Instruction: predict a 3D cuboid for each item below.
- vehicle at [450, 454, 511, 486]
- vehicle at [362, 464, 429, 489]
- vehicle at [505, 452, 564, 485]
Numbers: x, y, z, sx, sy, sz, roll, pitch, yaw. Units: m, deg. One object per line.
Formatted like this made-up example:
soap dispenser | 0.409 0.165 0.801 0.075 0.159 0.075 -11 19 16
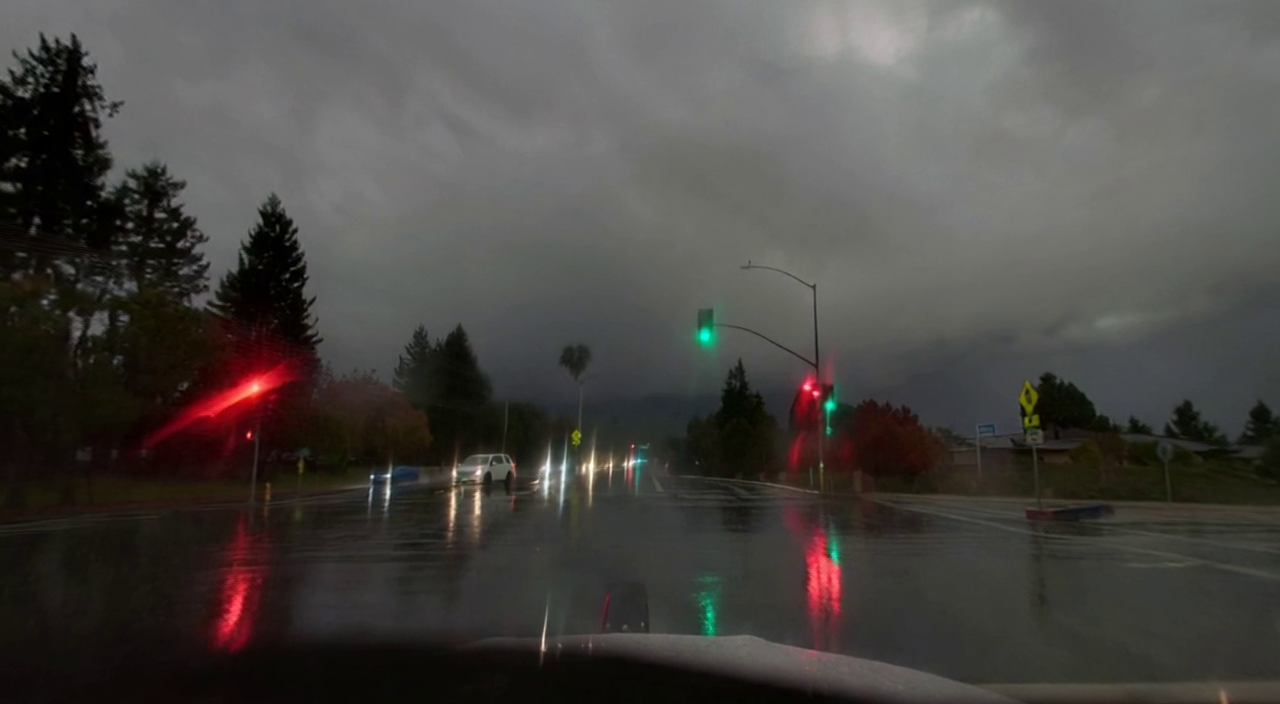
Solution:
vehicle | -8.034 5.978 32.095 1.960 1.433 4.213 0 -8 1
vehicle | -17.230 8.796 44.652 2.029 1.500 4.491 -3 -9 18
vehicle | -5.247 5.872 32.104 2.107 1.456 4.728 0 -8 1
